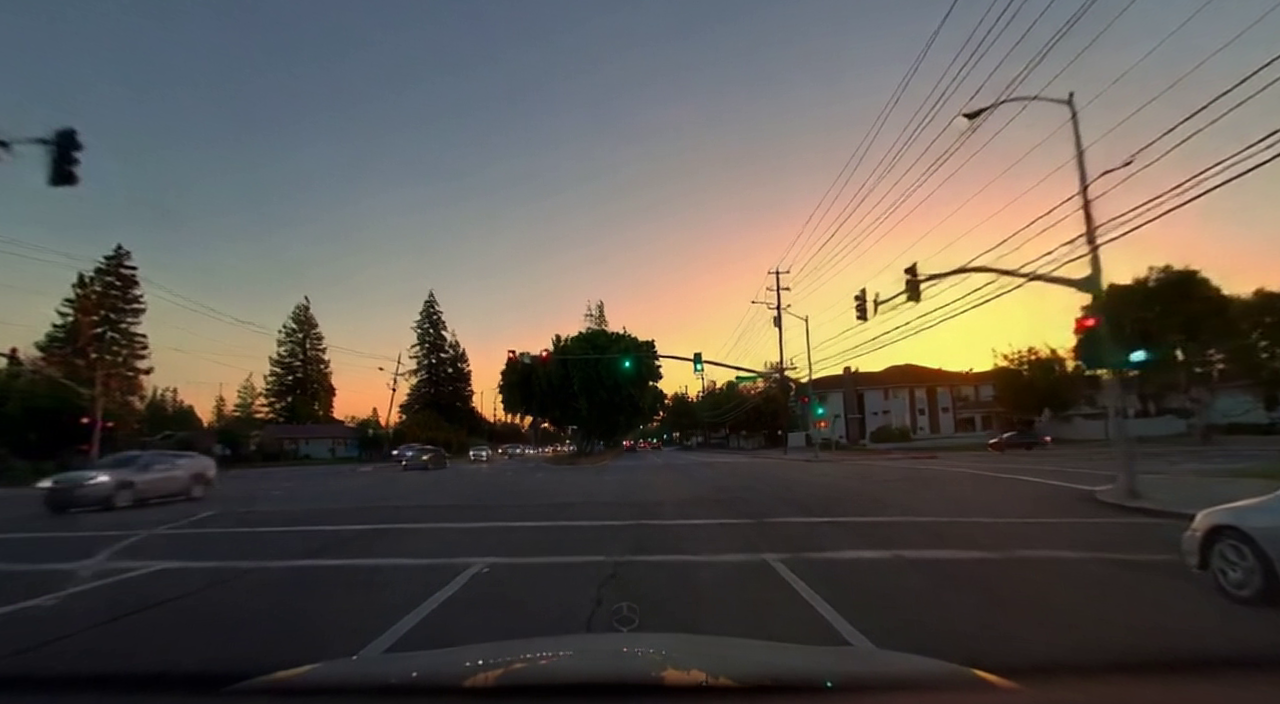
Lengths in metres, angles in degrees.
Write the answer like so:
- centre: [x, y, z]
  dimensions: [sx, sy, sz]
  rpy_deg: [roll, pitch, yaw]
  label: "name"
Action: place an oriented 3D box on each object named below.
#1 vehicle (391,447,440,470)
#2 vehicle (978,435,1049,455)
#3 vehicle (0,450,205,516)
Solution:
- centre: [-15.568, 7.371, 44.043]
  dimensions: [1.891, 1.484, 4.441]
  rpy_deg: [0, -8, -1]
  label: "vehicle"
- centre: [28.030, 6.995, 47.584]
  dimensions: [4.439, 1.454, 1.842]
  rpy_deg: [-5, -10, 27]
  label: "vehicle"
- centre: [-14.644, 3.474, 17.384]
  dimensions: [2.013, 1.503, 4.682]
  rpy_deg: [0, -8, -1]
  label: "vehicle"
